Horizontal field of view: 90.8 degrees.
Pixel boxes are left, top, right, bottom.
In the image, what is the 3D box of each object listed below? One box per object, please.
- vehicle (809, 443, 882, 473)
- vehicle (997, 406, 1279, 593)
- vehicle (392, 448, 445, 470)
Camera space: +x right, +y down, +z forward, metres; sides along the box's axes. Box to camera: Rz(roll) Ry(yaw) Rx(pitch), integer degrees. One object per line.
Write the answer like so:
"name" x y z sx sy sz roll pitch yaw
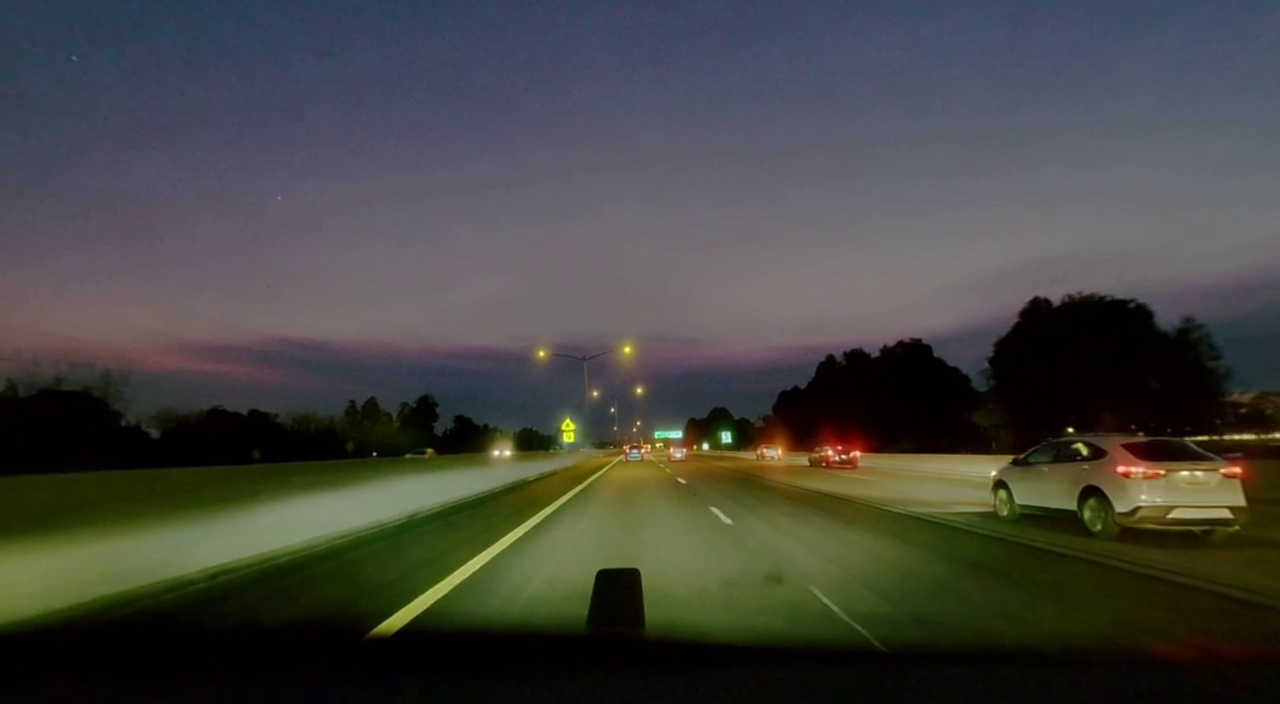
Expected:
"vehicle" 11.182 5.819 34.866 2.194 1.489 5.141 0 -9 -1
"vehicle" 6.798 1.654 7.811 2.027 1.679 4.543 0 -9 -1
"vehicle" -14.950 7.224 42.884 2.002 1.427 4.270 0 -9 0
